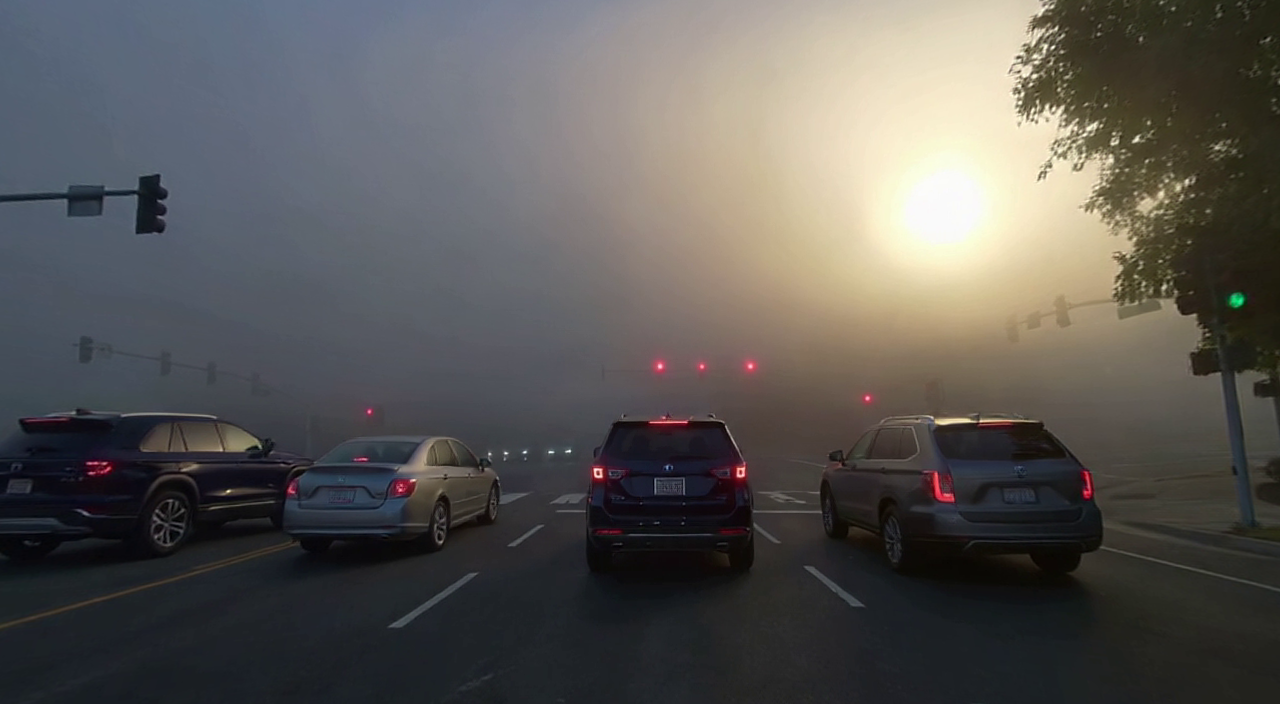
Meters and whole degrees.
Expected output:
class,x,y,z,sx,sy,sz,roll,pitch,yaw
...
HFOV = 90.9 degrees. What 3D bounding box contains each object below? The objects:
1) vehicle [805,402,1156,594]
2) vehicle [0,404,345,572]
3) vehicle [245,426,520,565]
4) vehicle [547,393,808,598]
class,x,y,z,sx,sy,sz,roll,pitch,yaw
vehicle,3.524,1.588,7.739,2.047,1.638,4.395,-1,-8,4
vehicle,-6.631,1.824,9.269,2.075,1.796,4.785,0,-8,2
vehicle,-3.237,1.883,9.097,1.885,1.475,4.359,-1,-8,4
vehicle,0.390,1.517,7.487,2.198,1.708,4.170,0,-8,2
